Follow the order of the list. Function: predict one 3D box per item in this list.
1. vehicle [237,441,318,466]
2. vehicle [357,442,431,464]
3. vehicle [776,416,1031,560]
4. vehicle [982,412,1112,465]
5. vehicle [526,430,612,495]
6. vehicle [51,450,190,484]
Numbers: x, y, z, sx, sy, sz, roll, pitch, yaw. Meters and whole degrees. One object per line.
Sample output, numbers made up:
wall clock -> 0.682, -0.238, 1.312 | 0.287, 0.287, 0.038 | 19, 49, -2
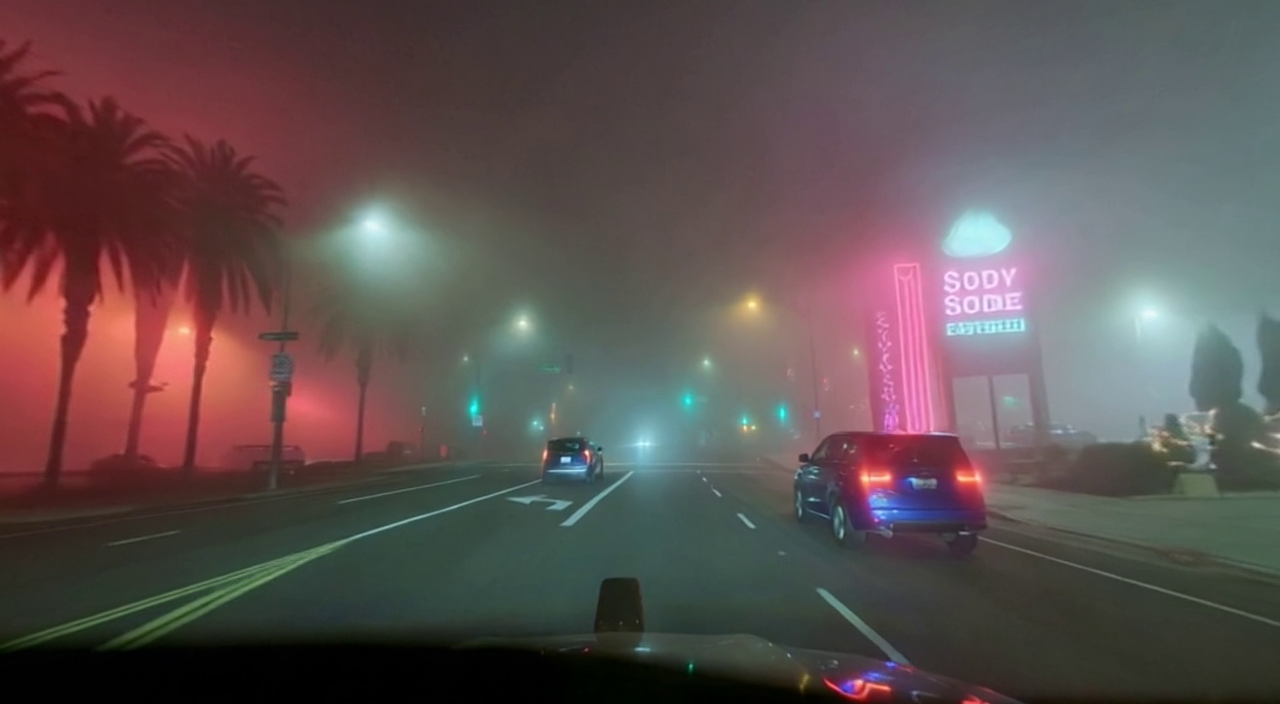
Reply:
vehicle -> -26.835, 7.547, 46.943 | 4.683, 1.748, 2.076 | 0, -8, -2
vehicle -> -18.645, 7.662, 48.050 | 4.834, 1.589, 1.907 | 0, -8, -5
vehicle -> 3.555, 1.914, 9.617 | 1.983, 1.654, 4.354 | 0, -8, 0
vehicle -> 17.065, 3.611, 26.391 | 5.652, 1.992, 2.202 | 5, -10, -32
vehicle -> -1.940, 3.210, 18.703 | 2.063, 1.664, 4.471 | 0, -8, -1
vehicle -> -24.765, 5.466, 30.362 | 1.800, 1.462, 4.752 | -4, -9, 21
